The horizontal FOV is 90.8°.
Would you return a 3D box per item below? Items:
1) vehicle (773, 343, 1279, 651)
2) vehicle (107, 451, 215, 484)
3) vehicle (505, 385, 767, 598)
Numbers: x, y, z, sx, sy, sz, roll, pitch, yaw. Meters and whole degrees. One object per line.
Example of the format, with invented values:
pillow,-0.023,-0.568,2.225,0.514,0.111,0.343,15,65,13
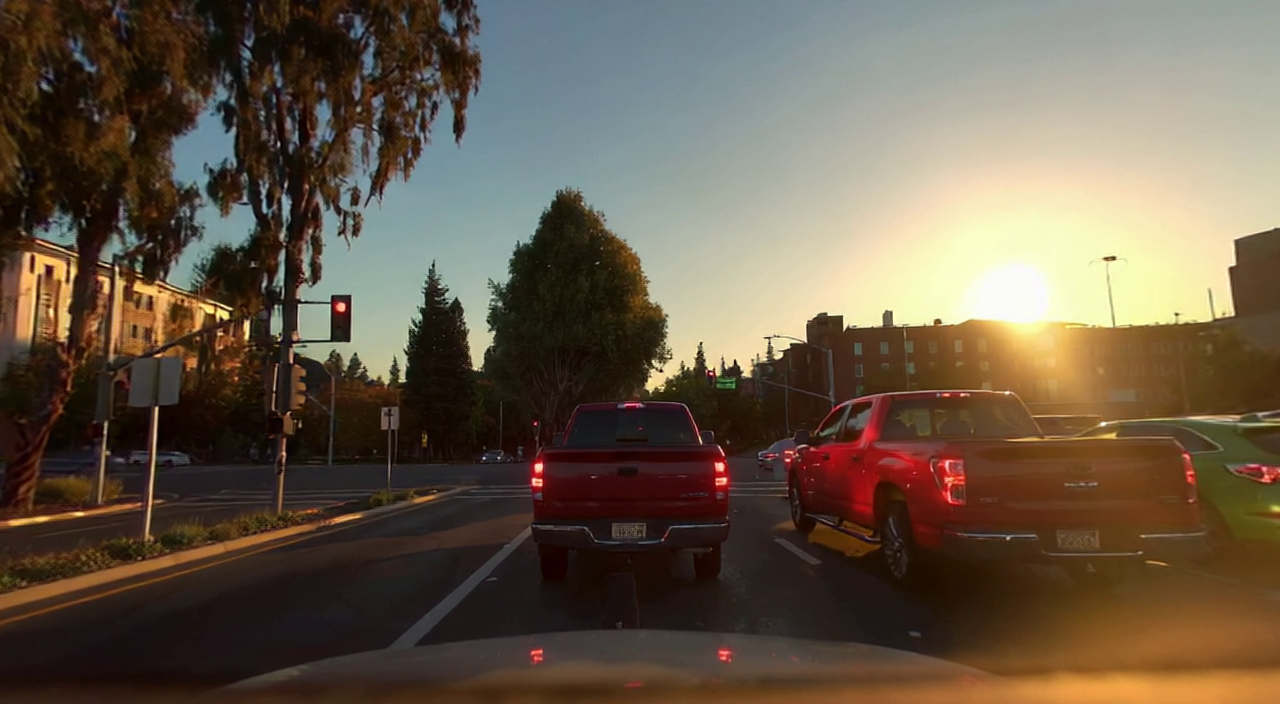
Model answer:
vehicle,3.323,1.329,6.927,2.412,1.953,5.682,0,-9,-1
vehicle,-26.385,6.326,35.008,4.437,1.669,1.936,5,-10,-30
vehicle,-0.061,1.567,8.000,2.240,1.821,5.001,0,-9,-1
